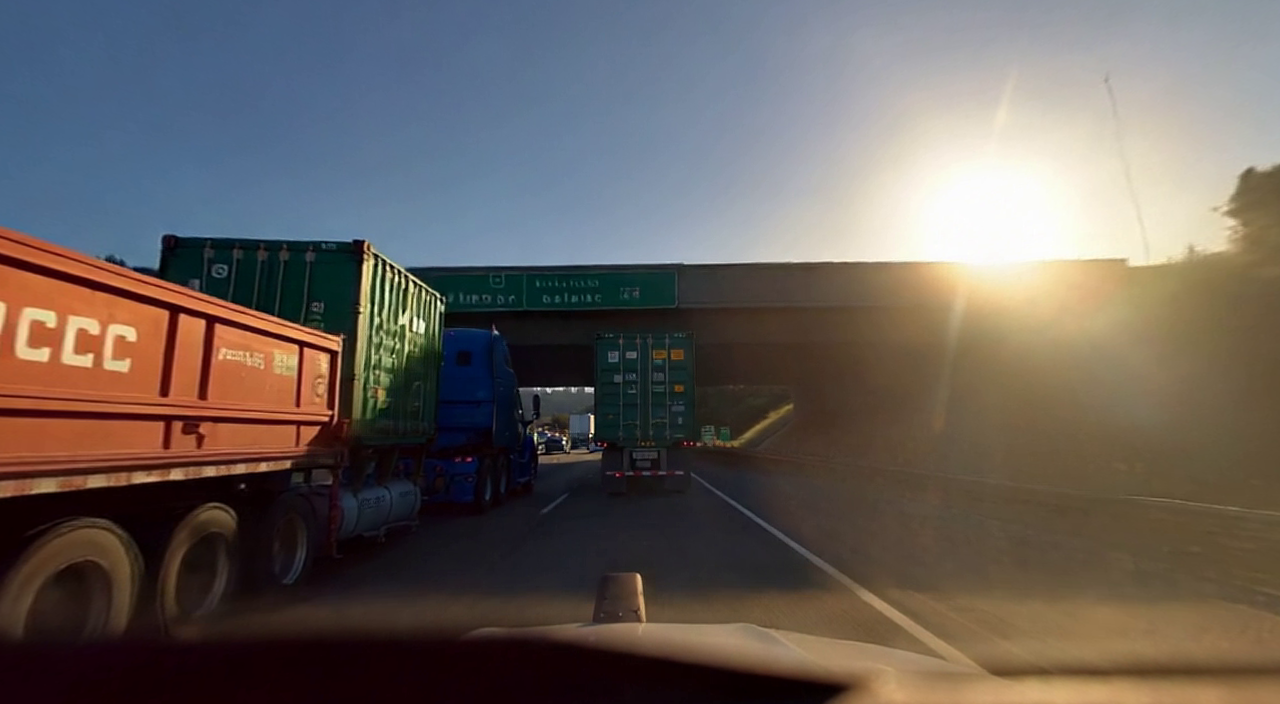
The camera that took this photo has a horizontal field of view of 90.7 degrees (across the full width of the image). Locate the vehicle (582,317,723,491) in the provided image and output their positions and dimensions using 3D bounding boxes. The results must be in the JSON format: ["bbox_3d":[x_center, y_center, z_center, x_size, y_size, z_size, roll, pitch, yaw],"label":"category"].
[{"bbox_3d":[0.266,1.767,19.076,3.357,4.212,7.519,0,-8,0],"label":"vehicle"}]

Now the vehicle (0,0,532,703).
[{"bbox_3d":[-3.665,0.019,5.711,2.873,4.198,13.317,-1,-8,1],"label":"vehicle"}]
